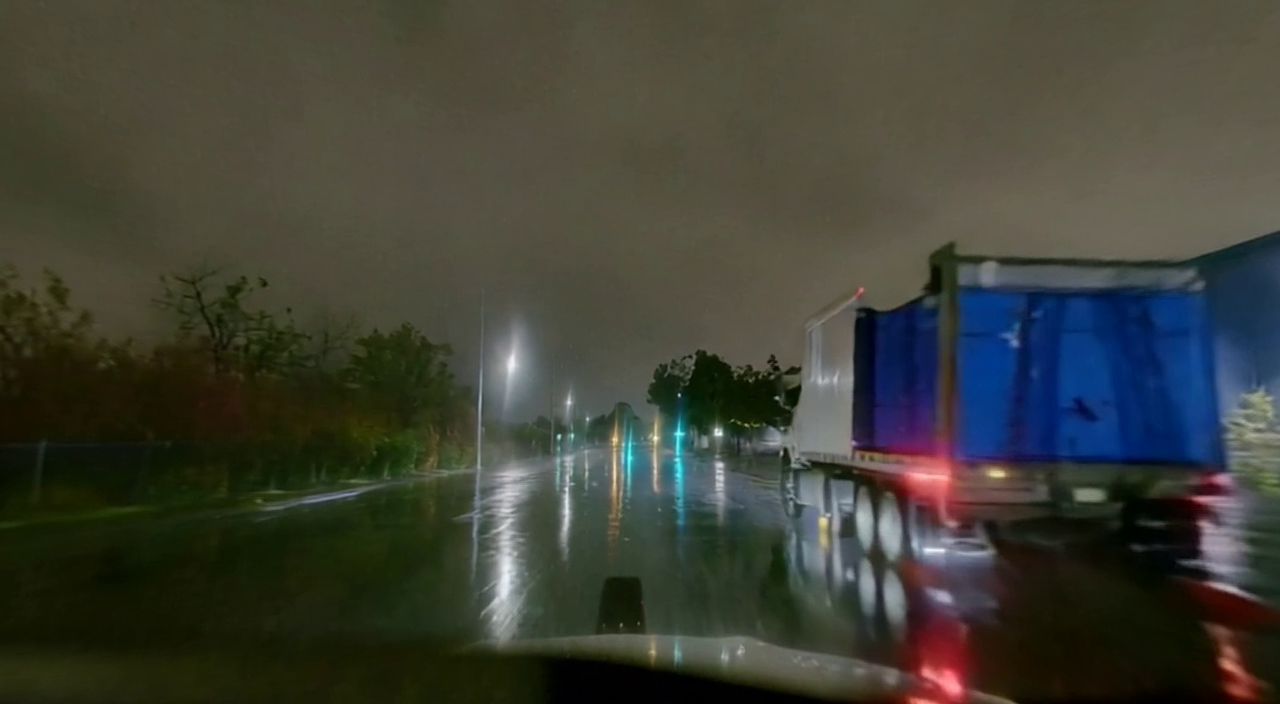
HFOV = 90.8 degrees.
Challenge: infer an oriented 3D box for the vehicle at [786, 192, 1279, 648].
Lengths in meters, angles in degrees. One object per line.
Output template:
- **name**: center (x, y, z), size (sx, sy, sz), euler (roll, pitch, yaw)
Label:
- **vehicle**: center (4.099, 0.856, 7.718), size (3.019, 3.303, 6.252), euler (0, -8, -1)
